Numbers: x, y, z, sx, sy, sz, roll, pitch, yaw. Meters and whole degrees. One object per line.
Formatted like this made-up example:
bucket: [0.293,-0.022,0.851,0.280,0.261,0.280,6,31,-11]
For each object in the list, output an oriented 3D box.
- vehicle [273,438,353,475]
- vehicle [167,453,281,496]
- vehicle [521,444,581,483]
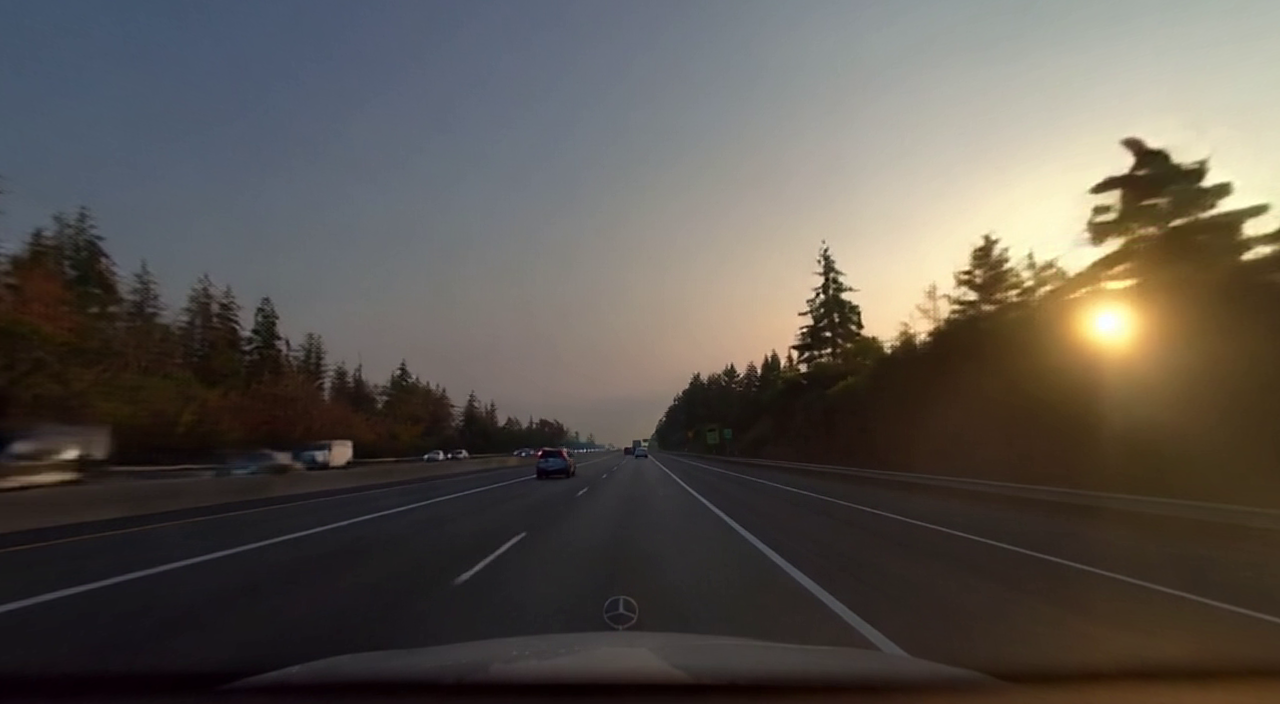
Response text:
vehicle: [-23.598,7.537,45.581,2.328,2.459,6.171,-1,-9,1]
vehicle: [-15.747,4.635,24.007,1.747,1.445,3.820,0,-9,0]
vehicle: [-3.702,4.719,26.787,1.933,1.497,3.973,0,-9,1]
